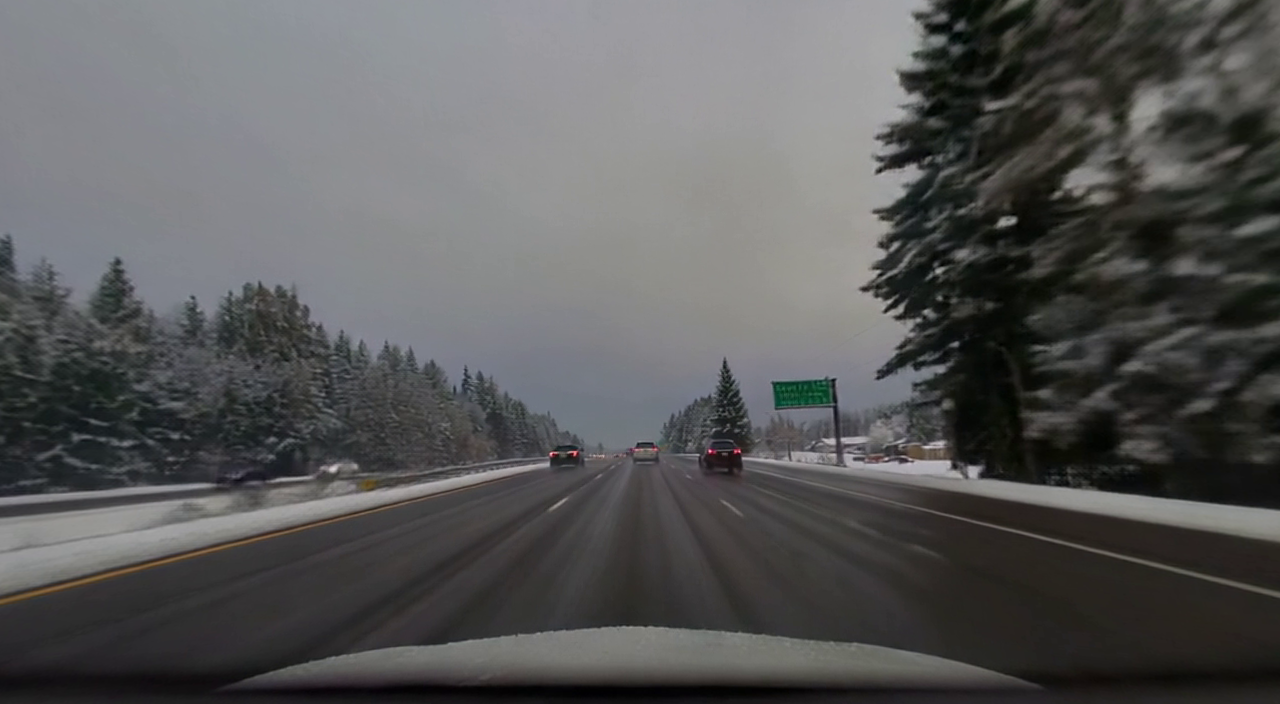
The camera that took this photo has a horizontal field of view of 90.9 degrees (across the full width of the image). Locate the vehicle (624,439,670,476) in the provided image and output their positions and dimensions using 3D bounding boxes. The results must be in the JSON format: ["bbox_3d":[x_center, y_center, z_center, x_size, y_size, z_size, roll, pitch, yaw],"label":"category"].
[{"bbox_3d":[0.331,5.042,30.409,2.049,1.620,4.153,0,-8,0],"label":"vehicle"}]

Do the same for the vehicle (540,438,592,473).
[{"bbox_3d":[-4.037,5.715,35.038,2.217,1.773,4.553,0,-8,1],"label":"vehicle"}]

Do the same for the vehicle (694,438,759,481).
[{"bbox_3d":[3.394,4.290,25.490,1.996,1.579,3.841,0,-8,-1],"label":"vehicle"}]

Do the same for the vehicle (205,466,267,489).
[{"bbox_3d":[-31.658,9.827,49.566,1.866,1.590,4.434,0,-8,1],"label":"vehicle"}]
